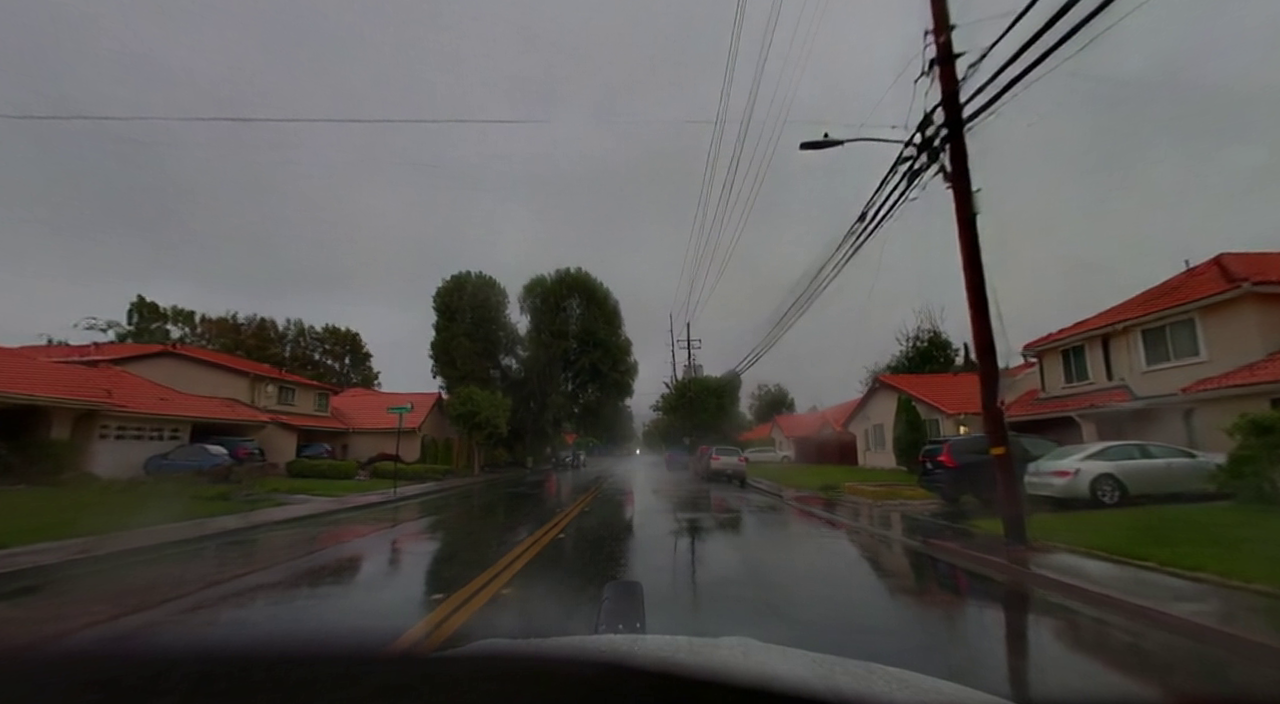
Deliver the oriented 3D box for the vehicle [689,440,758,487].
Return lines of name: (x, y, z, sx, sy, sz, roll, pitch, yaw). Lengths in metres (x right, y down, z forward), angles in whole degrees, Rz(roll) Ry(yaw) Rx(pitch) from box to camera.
vehicle: (3.592, 4.908, 28.191, 2.114, 1.858, 5.144, 0, -9, -3)

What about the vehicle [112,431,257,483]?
vehicle: (-17.932, 4.178, 25.275, 2.034, 1.829, 5.161, 0, -9, -2)

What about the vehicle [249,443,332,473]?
vehicle: (-21.681, 6.586, 39.510, 2.139, 1.746, 5.099, 0, -8, 2)

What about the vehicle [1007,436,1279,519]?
vehicle: (10.391, 2.482, 12.786, 4.625, 1.501, 2.011, 0, -8, 0)
